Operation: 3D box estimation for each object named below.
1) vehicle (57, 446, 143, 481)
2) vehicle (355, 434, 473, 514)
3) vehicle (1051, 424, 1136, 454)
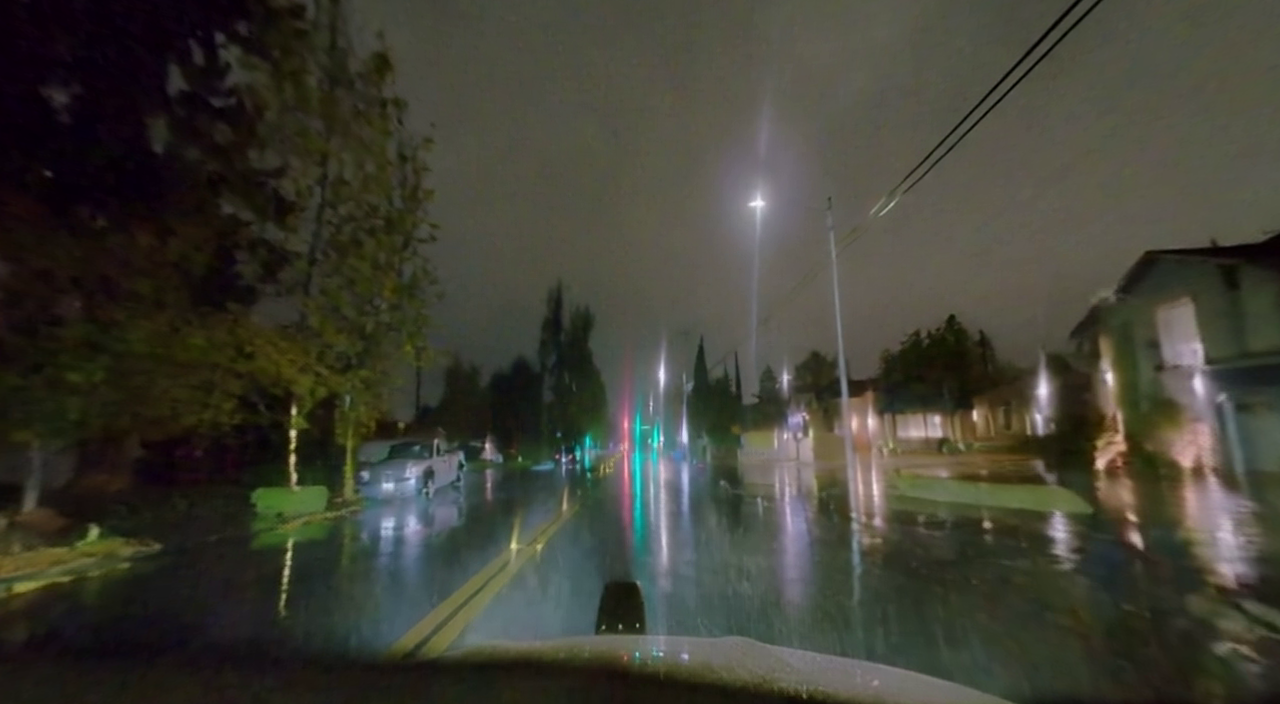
[{"bbox_3d":[-35.933,7.389,42.181,1.821,1.691,4.510,-1,-3,0],"label":"vehicle"},{"bbox_3d":[-6.076,3.247,17.580,2.087,1.835,4.445,-1,-7,-6],"label":"vehicle"},{"bbox_3d":[29.966,5.714,41.936,1.923,1.805,4.876,-2,-6,-1],"label":"vehicle"}]
